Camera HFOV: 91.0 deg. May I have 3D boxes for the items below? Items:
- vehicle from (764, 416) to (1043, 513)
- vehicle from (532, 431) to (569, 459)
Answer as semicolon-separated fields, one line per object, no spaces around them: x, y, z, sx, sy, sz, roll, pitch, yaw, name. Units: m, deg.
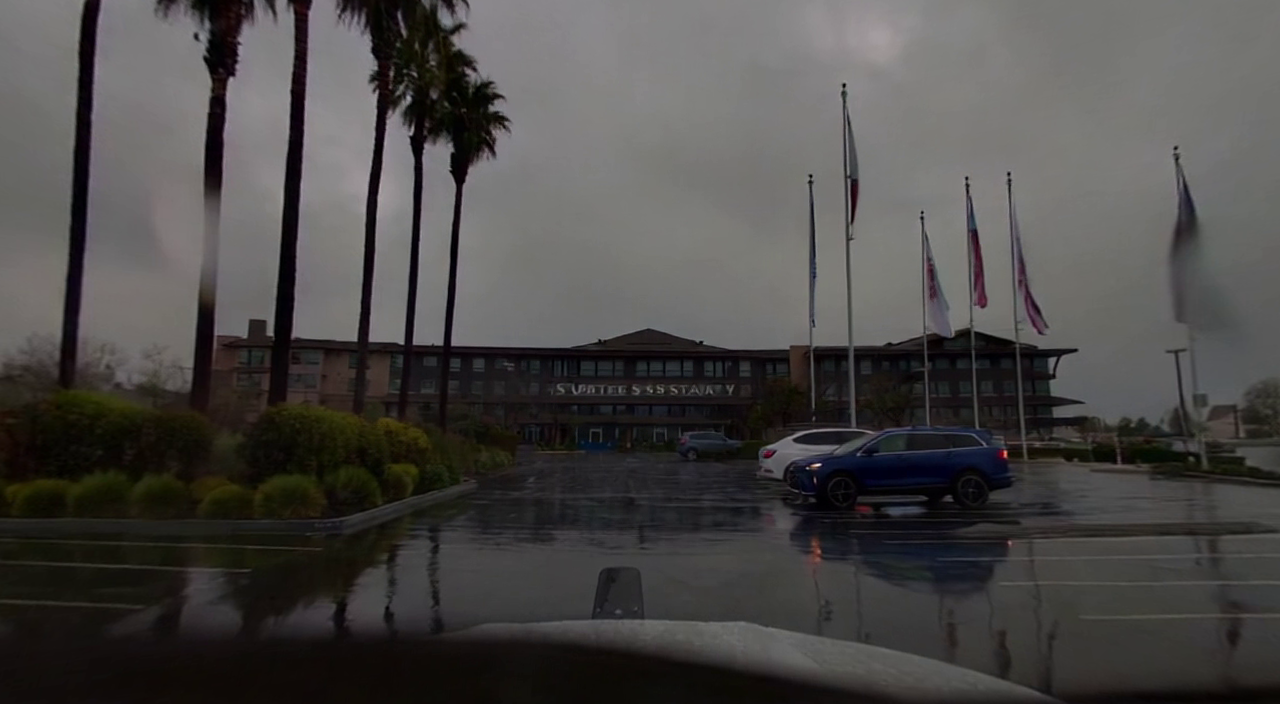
4.911;2.163;12.319;4.567;1.723;1.926;0;-8;0;vehicle
-6.471;6.816;46.028;1.943;1.890;4.472;1;-9;1;vehicle
